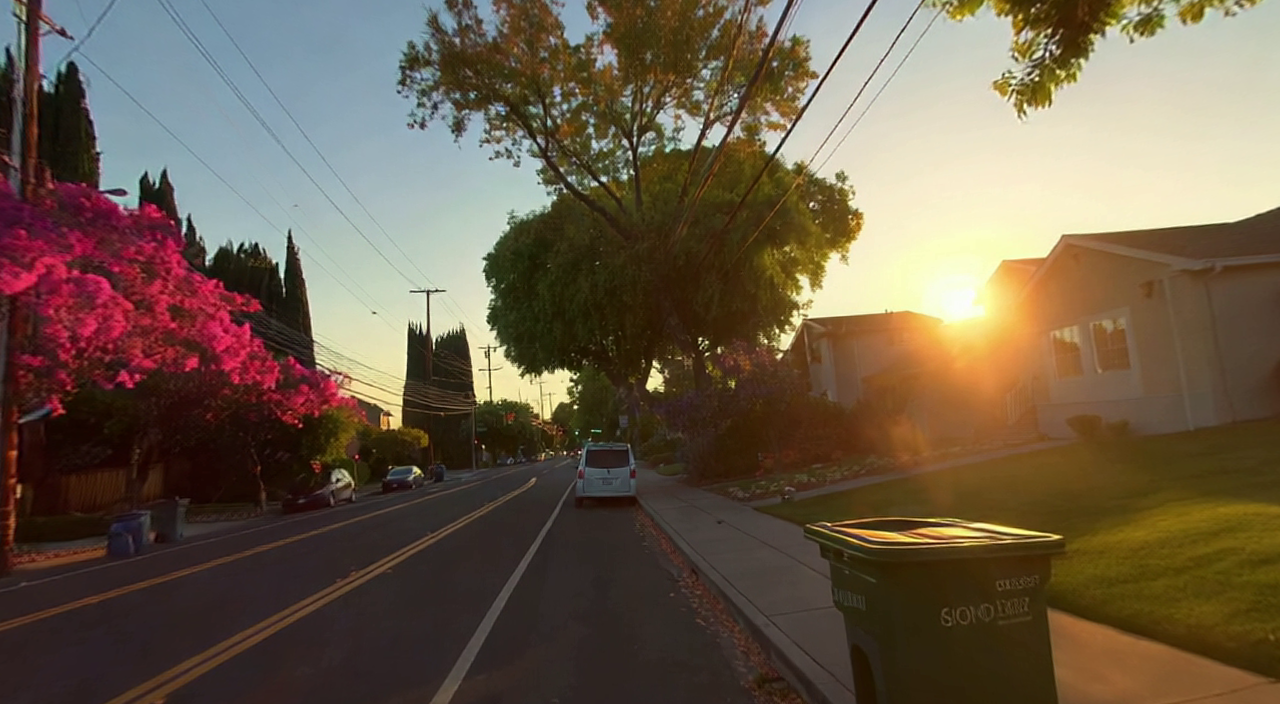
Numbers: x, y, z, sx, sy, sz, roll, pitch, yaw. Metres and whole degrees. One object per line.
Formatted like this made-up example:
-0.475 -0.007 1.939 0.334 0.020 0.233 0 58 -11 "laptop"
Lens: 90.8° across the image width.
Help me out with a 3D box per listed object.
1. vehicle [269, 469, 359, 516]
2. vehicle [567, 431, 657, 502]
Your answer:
-13.773 5.919 26.994 1.982 1.660 4.142 1 -8 -6 "vehicle"
-0.831 3.077 17.394 2.190 1.708 4.115 0 -8 -4 "vehicle"
